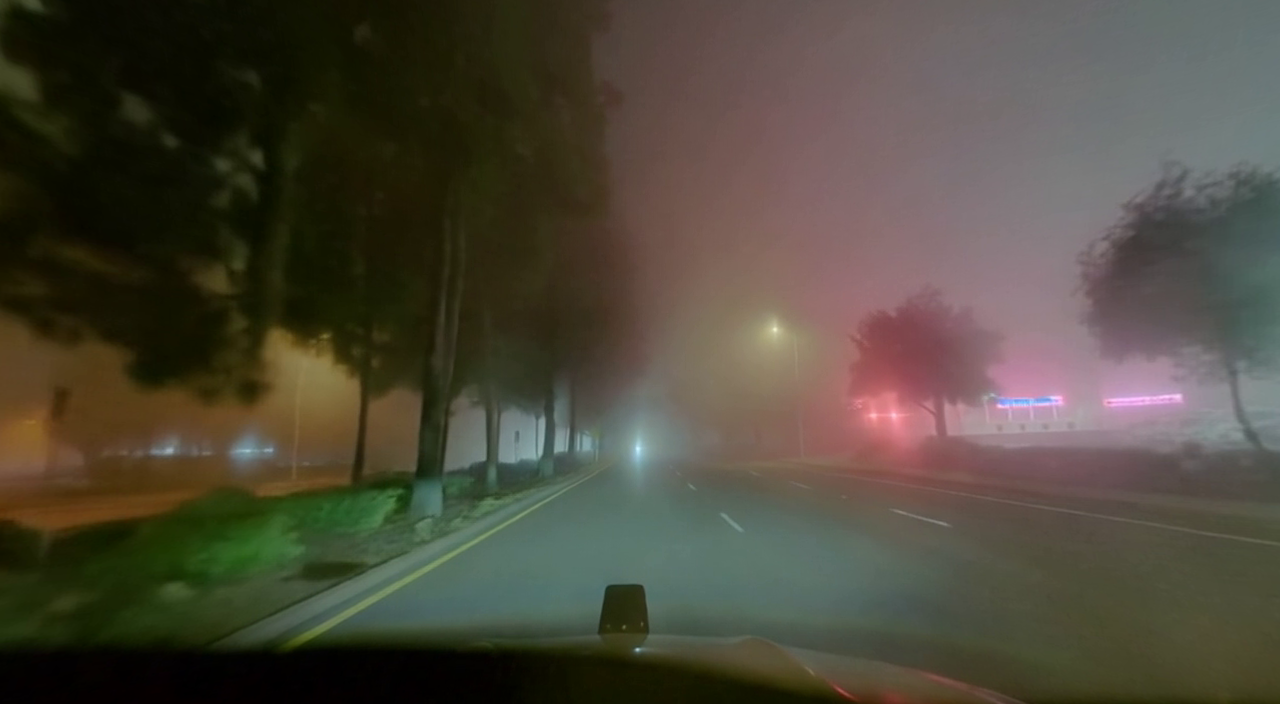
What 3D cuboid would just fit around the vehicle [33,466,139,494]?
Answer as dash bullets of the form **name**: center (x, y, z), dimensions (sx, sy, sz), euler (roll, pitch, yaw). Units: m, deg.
- **vehicle**: center (-30.951, 7.159, 35.303), dimensions (3.970, 1.408, 1.825), euler (1, -11, -9)
